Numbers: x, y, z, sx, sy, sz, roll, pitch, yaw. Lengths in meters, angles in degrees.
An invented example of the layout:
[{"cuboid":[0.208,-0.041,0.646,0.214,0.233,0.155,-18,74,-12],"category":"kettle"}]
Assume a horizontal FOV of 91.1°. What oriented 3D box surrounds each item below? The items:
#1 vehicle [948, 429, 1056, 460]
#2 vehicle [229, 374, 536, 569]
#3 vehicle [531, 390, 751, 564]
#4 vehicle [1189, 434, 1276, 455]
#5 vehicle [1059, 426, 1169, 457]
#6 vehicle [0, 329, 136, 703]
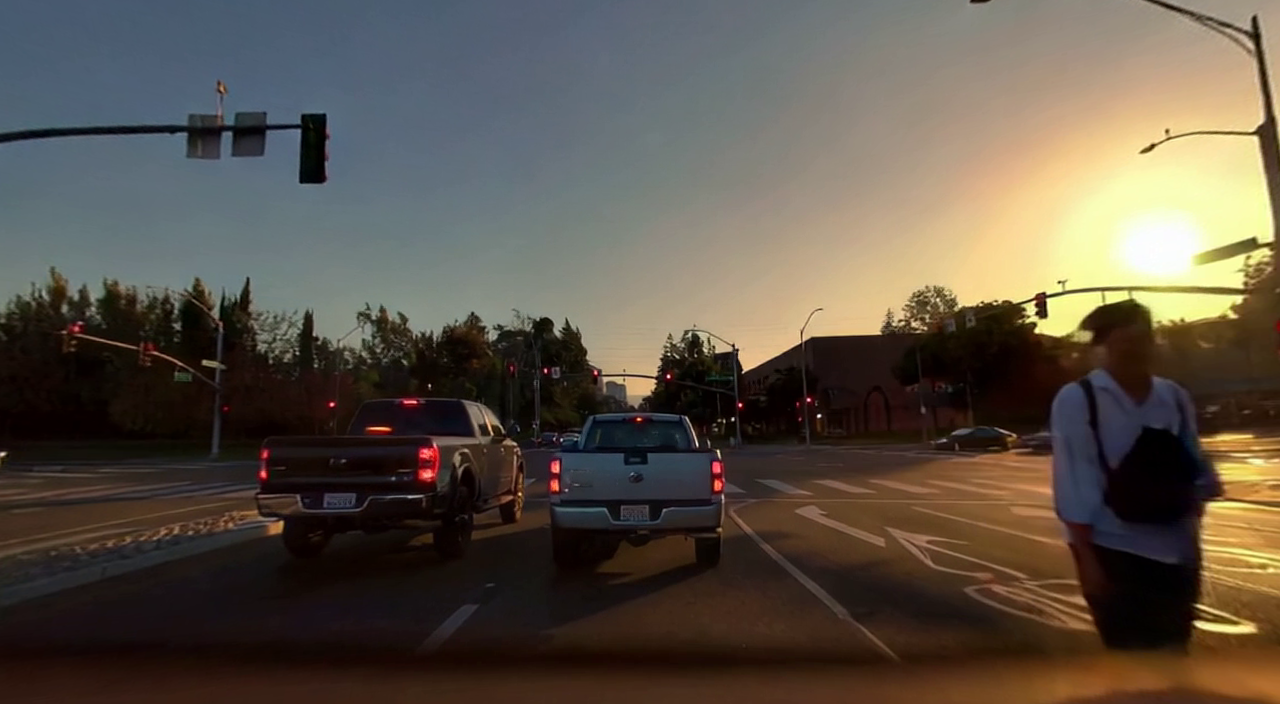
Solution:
[{"cuboid":[19.362,4.984,33.693,4.624,1.601,1.871,0,-8,-3],"category":"vehicle"},{"cuboid":[-2.941,1.529,8.698,2.220,1.926,4.870,0,-8,-1],"category":"vehicle"},{"cuboid":[-0.042,1.600,8.726,2.204,1.738,4.690,0,-8,-1],"category":"vehicle"},{"cuboid":[41.930,6.569,44.484,4.396,1.479,1.778,0,-8,-2],"category":"vehicle"},{"cuboid":[27.983,5.320,37.139,4.849,1.759,2.041,0,-8,-3],"category":"vehicle"},{"cuboid":[-3.366,0.530,0.608,2.006,1.707,4.448,0,-8,0],"category":"vehicle"}]
